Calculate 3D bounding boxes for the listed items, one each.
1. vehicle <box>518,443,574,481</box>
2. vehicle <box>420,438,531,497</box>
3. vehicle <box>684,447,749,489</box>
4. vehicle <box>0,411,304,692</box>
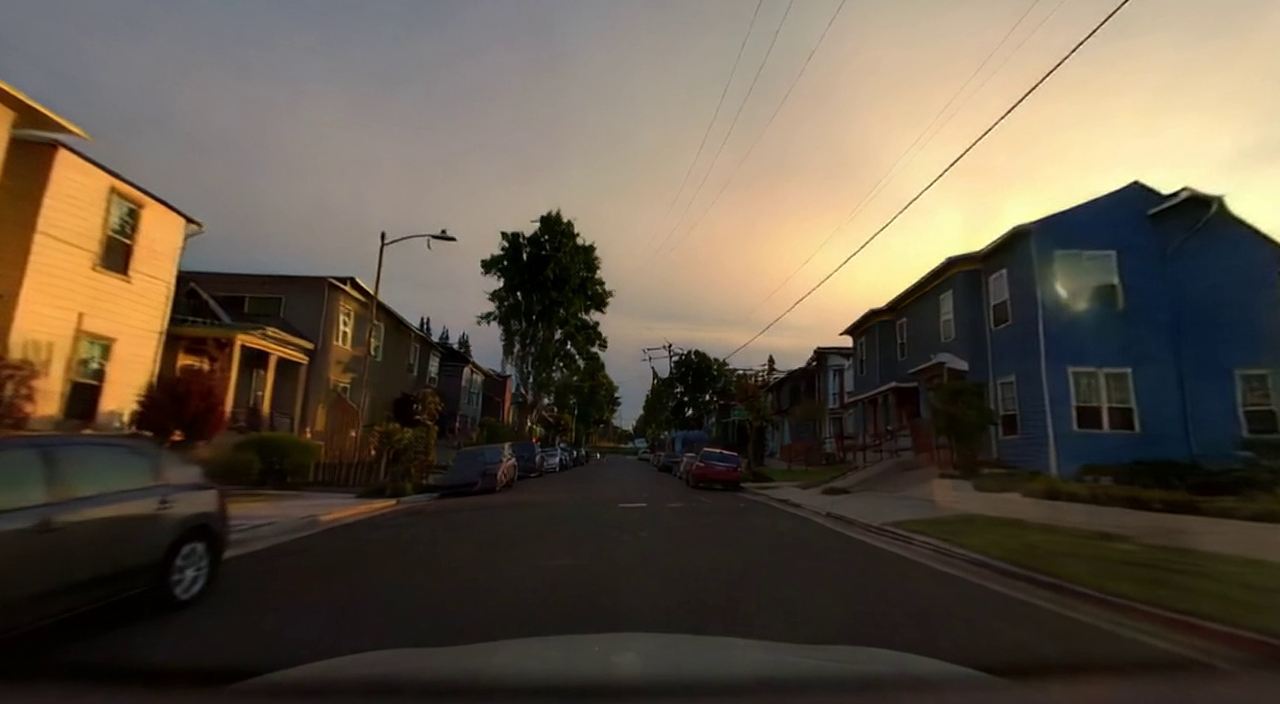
[{"bbox_3d":[-4.410,5.204,30.239,2.089,1.508,4.537,2,-7,-1],"label":"vehicle"},{"bbox_3d":[-4.601,3.301,18.503,2.020,1.470,5.300,0,-8,-2],"label":"vehicle"},{"bbox_3d":[2.927,4.541,25.025,1.888,1.484,4.476,0,-8,-1],"label":"vehicle"},{"bbox_3d":[-4.433,1.139,3.930,2.080,1.471,4.638,1,-9,0],"label":"vehicle"}]
